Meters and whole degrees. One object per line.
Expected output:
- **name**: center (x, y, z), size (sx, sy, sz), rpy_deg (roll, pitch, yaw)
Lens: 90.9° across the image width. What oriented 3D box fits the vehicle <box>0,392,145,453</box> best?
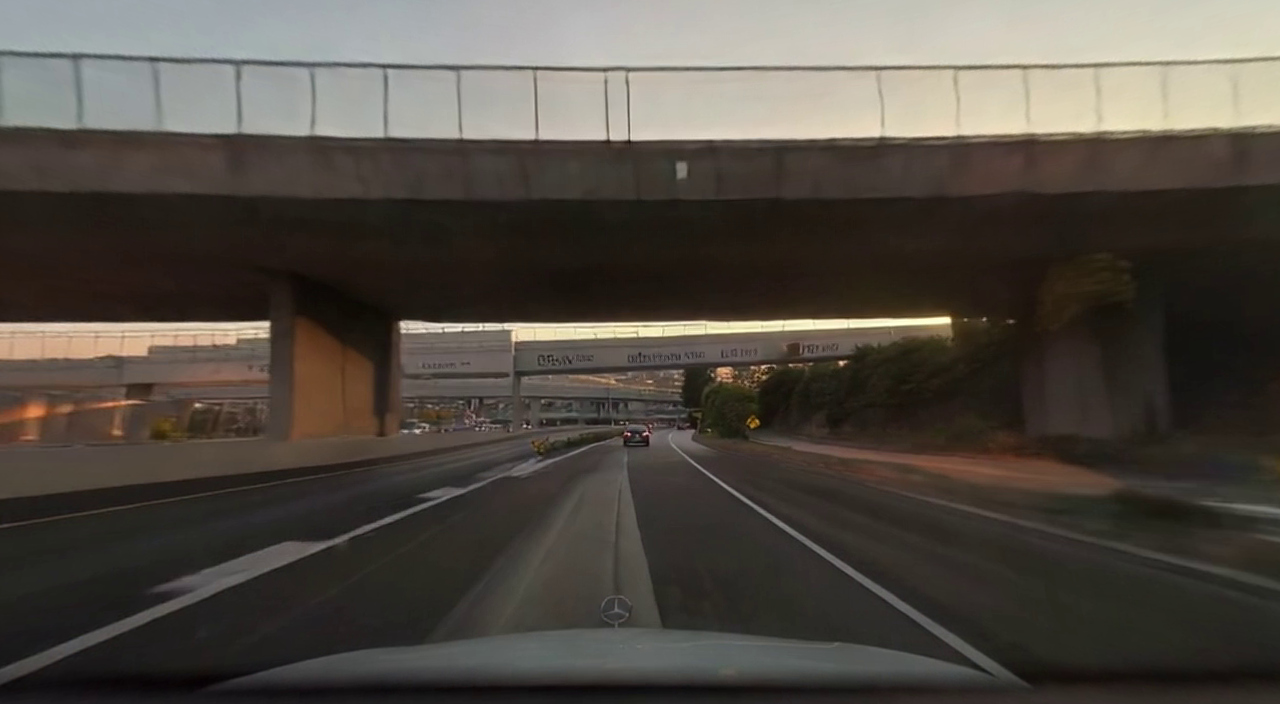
- **vehicle**: center (-35.969, 4.576, 40.092), size (2.830, 3.469, 8.267), rpy_deg (1, -8, -6)
